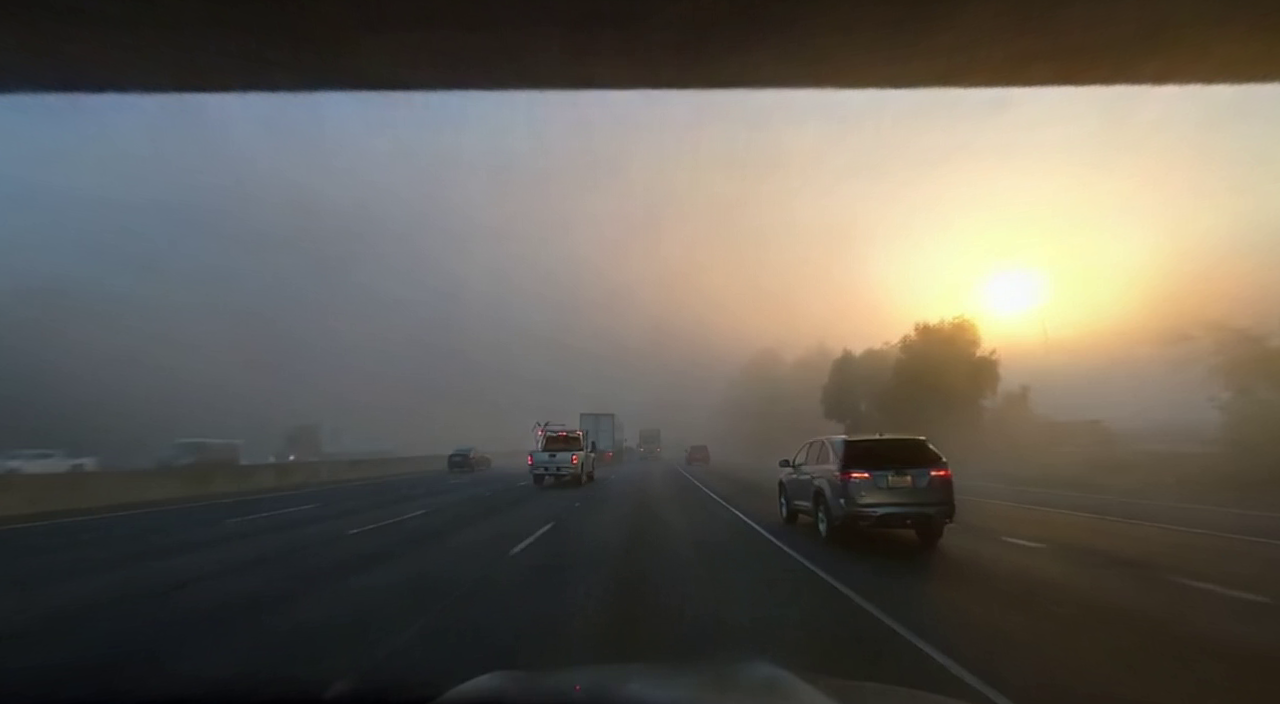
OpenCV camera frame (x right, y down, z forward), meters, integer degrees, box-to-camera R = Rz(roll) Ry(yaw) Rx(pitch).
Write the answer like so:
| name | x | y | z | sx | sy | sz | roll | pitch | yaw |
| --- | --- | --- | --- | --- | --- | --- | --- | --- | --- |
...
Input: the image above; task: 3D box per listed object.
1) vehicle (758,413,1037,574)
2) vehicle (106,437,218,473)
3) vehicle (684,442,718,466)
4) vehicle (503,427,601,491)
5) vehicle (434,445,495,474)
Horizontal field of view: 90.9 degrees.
| name | x | y | z | sx | sy | sz | roll | pitch | yaw |
| --- | --- | --- | --- | --- | --- | --- | --- | --- | --- |
| vehicle | 3.117 | 1.816 | 8.854 | 2.028 | 1.658 | 4.334 | 0 | -9 | 0 |
| vehicle | -21.393 | 4.626 | 28.447 | 2.145 | 1.512 | 3.656 | 0 | -9 | 0 |
| vehicle | 4.494 | 7.602 | 46.963 | 2.026 | 1.661 | 3.865 | 0 | -9 | -1 |
| vehicle | -3.043 | 3.952 | 23.691 | 2.645 | 2.023 | 6.491 | -1 | -9 | 1 |
| vehicle | -9.707 | 5.982 | 35.279 | 1.981 | 1.495 | 4.834 | 0 | -9 | 1 |
